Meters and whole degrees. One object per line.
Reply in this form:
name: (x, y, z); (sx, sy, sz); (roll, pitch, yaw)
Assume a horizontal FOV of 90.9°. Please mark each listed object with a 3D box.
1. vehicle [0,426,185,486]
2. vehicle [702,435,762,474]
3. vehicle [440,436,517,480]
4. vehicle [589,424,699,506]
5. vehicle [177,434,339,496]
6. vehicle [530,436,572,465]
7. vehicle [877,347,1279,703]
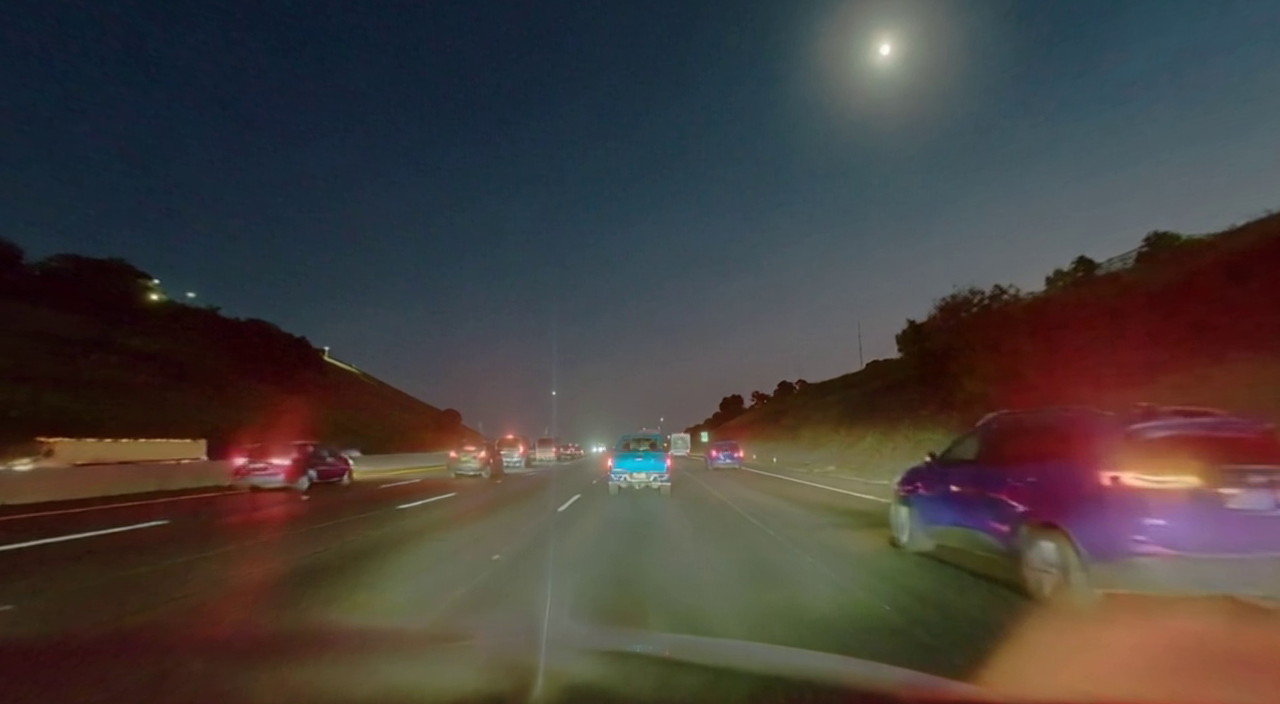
vehicle: (-31.966, 5.951, 36.553); (2.962, 2.915, 11.161); (0, -9, 0)
vehicle: (4.652, 5.294, 32.797); (2.204, 1.852, 5.845); (0, -9, 0)
vehicle: (-6.765, 4.498, 26.975); (2.024, 1.706, 4.462); (0, -9, 1)
vehicle: (0.094, 2.849, 16.294); (2.447, 1.804, 4.273); (0, -9, 0)
vehicle: (-11.452, 3.413, 19.402); (1.999, 1.643, 4.717); (0, -9, 0)
vehicle: (-6.441, 7.194, 46.227); (2.294, 1.982, 5.040); (0, -9, 1)
vehicle: (3.904, 1.174, 5.198); (2.092, 1.723, 4.629); (0, -9, 0)
